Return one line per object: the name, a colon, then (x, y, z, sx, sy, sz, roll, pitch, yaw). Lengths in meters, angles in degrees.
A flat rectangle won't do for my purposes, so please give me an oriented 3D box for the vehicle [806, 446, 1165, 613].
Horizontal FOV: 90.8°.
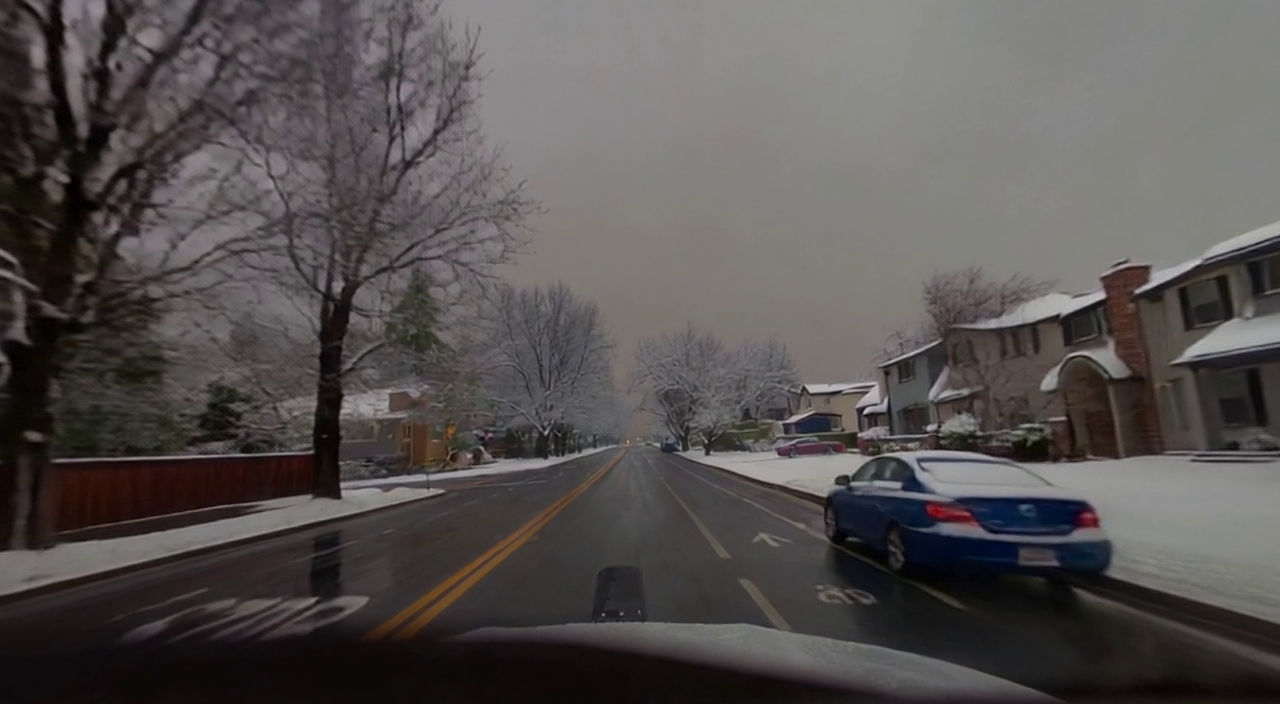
vehicle: (3.722, 1.965, 7.996, 1.961, 1.472, 4.434, 0, -9, -1)
